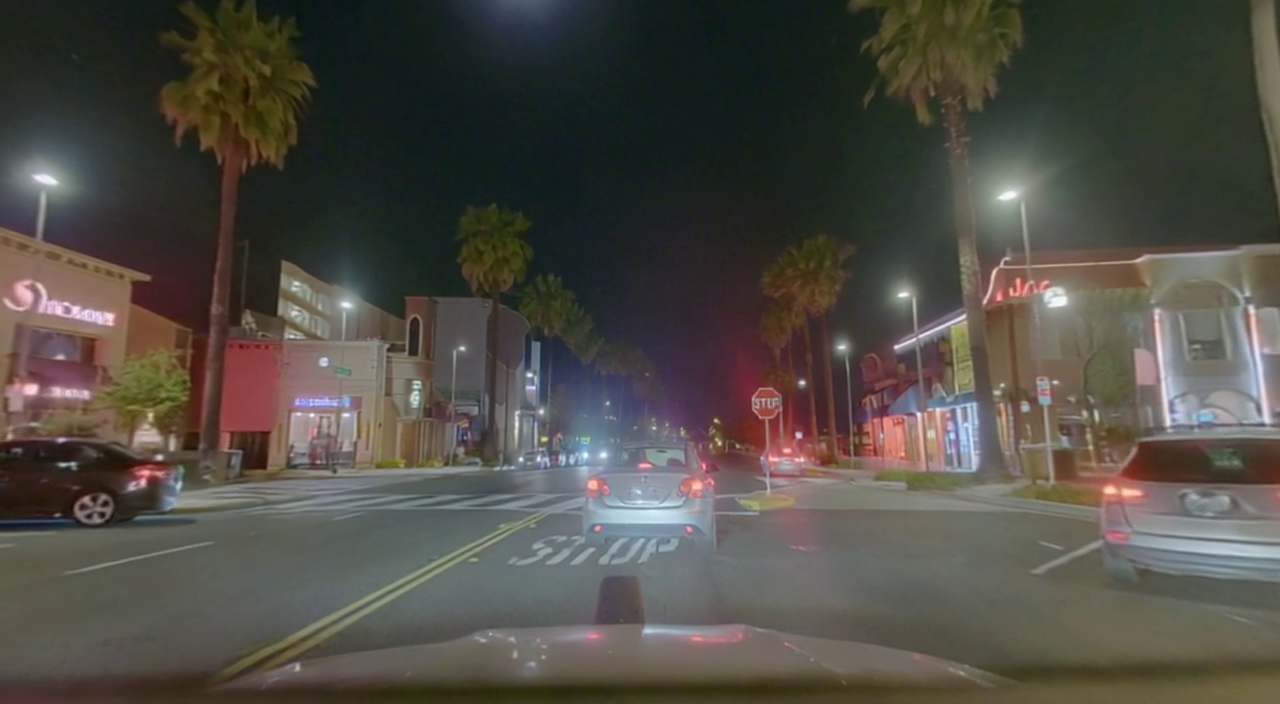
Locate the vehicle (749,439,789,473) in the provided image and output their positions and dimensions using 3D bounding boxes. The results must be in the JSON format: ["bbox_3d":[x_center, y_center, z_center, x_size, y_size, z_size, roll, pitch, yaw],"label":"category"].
[{"bbox_3d":[9.466,7.586,46.394,2.467,2.369,1.577,4,-9,-37],"label":"vehicle"}]

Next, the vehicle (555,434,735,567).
[{"bbox_3d":[0.172,1.980,9.183,2.031,1.479,3.969,-1,-9,4],"label":"vehicle"}]

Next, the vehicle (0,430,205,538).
[{"bbox_3d":[-10.797,2.344,11.550,2.089,1.731,4.223,-9,-12,44],"label":"vehicle"}]

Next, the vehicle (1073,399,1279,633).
[{"bbox_3d":[6.101,1.431,6.285,4.623,1.650,1.937,8,-12,-44],"label":"vehicle"}]
